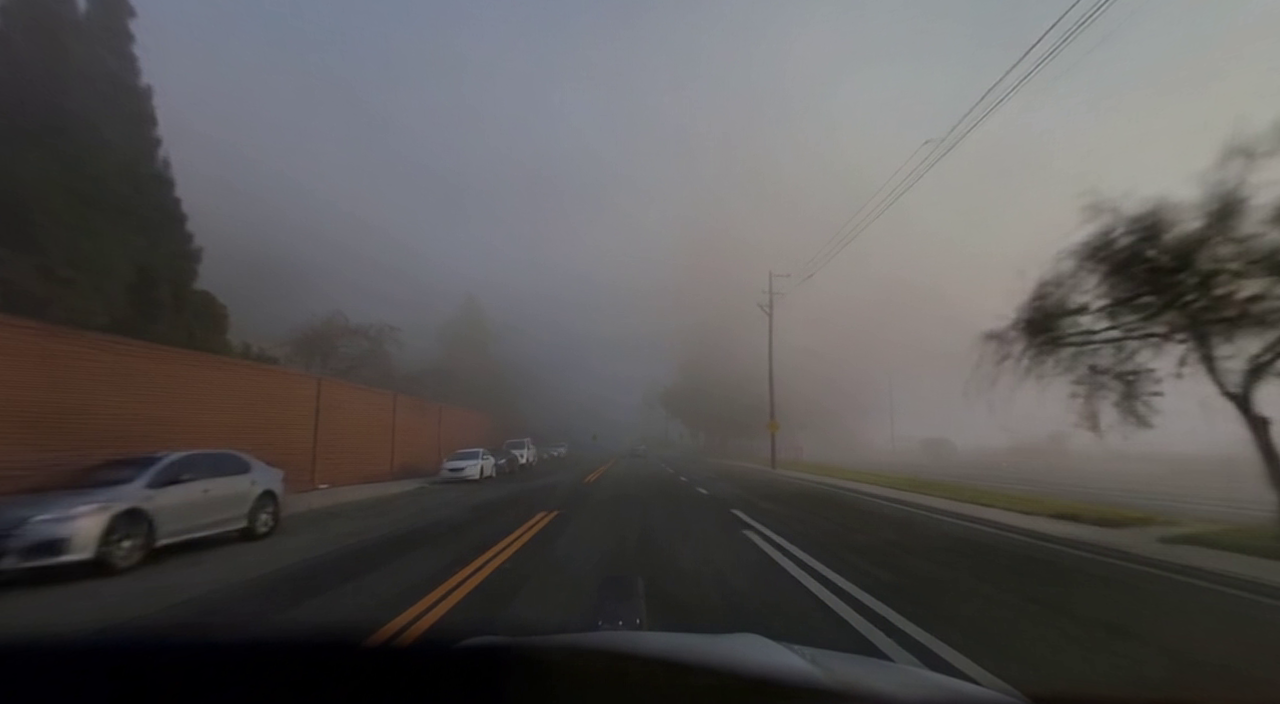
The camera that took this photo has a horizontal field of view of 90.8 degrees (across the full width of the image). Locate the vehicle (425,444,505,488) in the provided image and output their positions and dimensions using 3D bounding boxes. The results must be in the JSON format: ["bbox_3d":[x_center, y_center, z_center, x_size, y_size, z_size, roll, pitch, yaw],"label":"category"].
[{"bbox_3d":[-6.946,4.528,25.562,1.989,1.485,4.218,2,-7,0],"label":"vehicle"}]

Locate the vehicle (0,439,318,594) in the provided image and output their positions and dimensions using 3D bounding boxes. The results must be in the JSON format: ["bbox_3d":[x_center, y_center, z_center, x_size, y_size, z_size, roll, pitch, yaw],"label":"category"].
[{"bbox_3d":[-6.712,2.026,8.905,1.929,1.491,4.642,3,-8,-1],"label":"vehicle"}]
